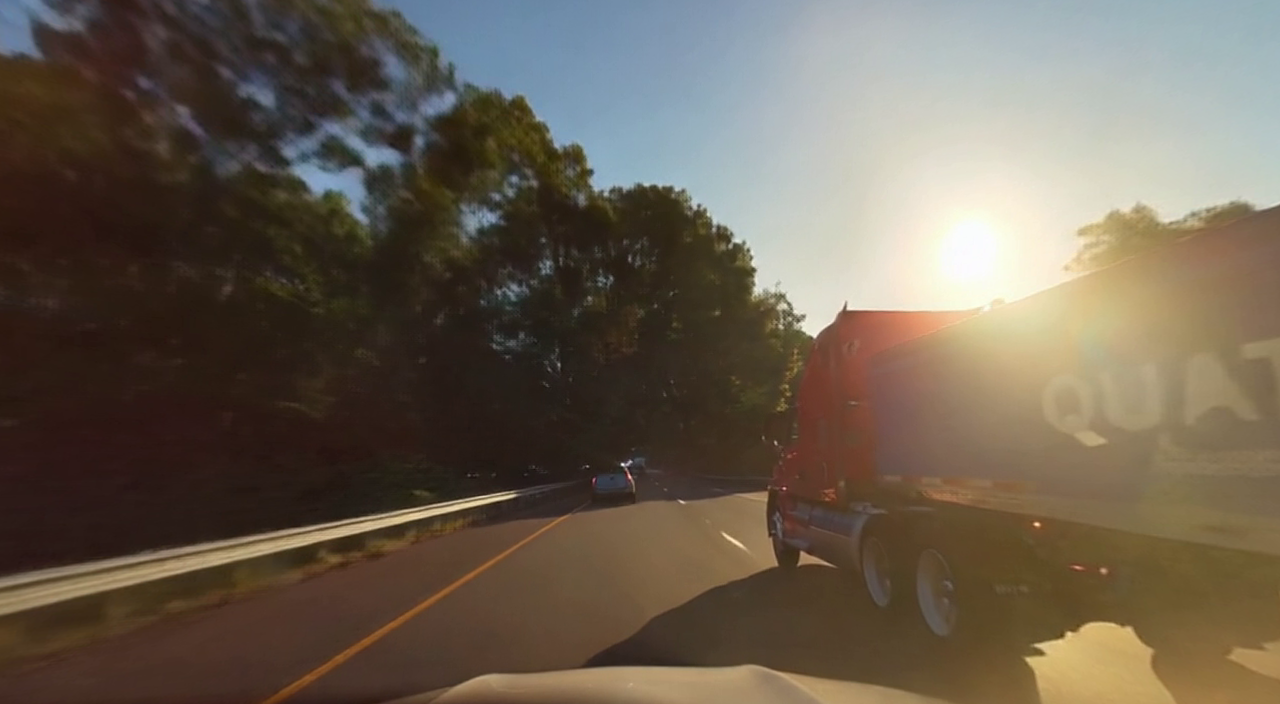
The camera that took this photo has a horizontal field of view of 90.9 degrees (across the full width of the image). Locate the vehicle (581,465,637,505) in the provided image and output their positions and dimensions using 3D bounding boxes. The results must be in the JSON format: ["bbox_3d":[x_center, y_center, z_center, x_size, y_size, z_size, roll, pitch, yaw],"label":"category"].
[{"bbox_3d":[-1.155,5.246,25.099,2.032,1.407,3.641,1,-11,0],"label":"vehicle"}]

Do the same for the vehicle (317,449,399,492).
[{"bbox_3d":[-20.987,8.905,47.389,2.805,2.910,7.007,1,-11,0],"label":"vehicle"}]

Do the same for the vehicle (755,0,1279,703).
[{"bbox_3d":[3.590,0.269,6.335,3.019,4.226,9.221,1,-11,0],"label":"vehicle"}]
